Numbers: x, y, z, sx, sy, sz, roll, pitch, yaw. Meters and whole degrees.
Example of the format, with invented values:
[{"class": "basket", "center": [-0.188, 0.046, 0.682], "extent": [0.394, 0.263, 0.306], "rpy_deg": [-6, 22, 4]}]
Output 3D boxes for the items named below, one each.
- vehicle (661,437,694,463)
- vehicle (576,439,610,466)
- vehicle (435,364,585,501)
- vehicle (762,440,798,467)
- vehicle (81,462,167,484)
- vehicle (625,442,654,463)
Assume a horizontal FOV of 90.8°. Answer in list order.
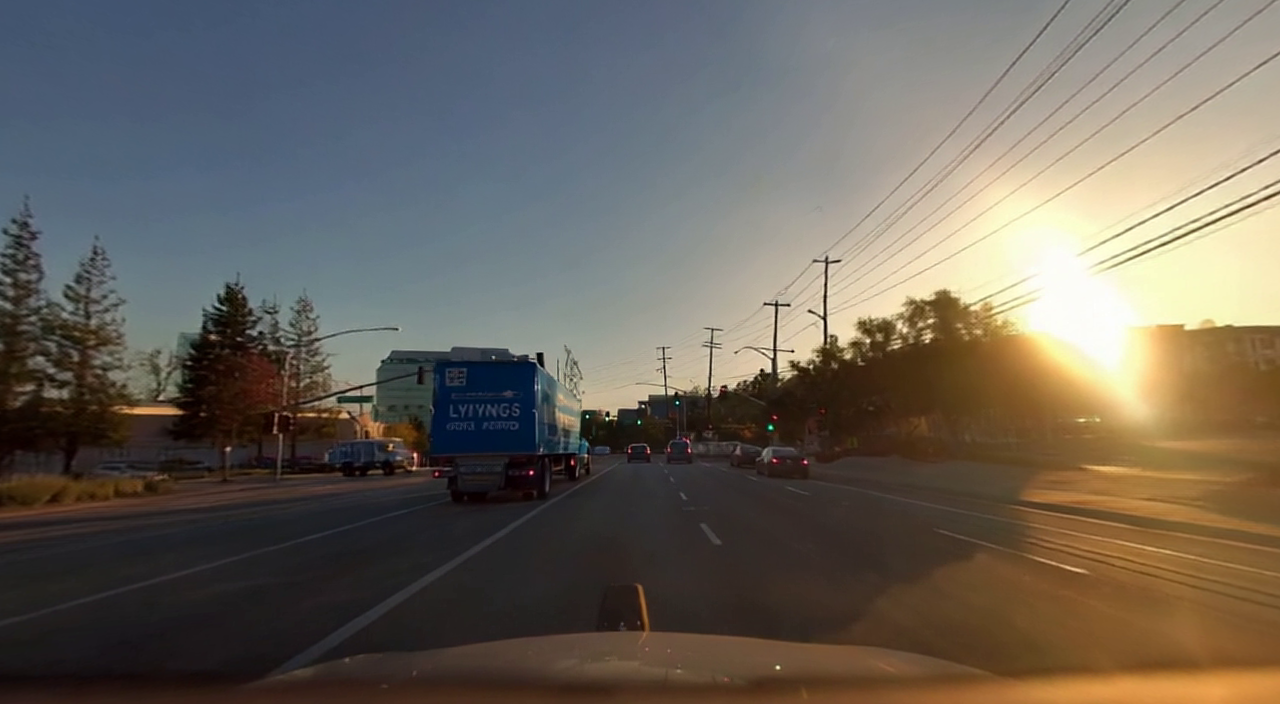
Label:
[{"class": "vehicle", "center": [2.822, 7.546, 48.635], "extent": [2.086, 1.849, 4.607], "rpy_deg": [0, -9, -1]}, {"class": "vehicle", "center": [-3.271, 7.079, 44.538], "extent": [1.994, 1.806, 4.564], "rpy_deg": [0, -9, 0]}, {"class": "vehicle", "center": [-3.519, 2.588, 19.623], "extent": [2.889, 3.347, 8.285], "rpy_deg": [0, -9, 0]}, {"class": "vehicle", "center": [9.289, 6.693, 41.777], "extent": [2.102, 1.662, 4.533], "rpy_deg": [-2, -9, 13]}, {"class": "vehicle", "center": [-40.551, 9.524, 49.755], "extent": [4.718, 1.630, 2.087], "rpy_deg": [2, -9, -12]}, {"class": "vehicle", "center": [-0.087, 7.594, 47.584], "extent": [2.117, 1.499, 4.036], "rpy_deg": [0, -9, -1]}]
